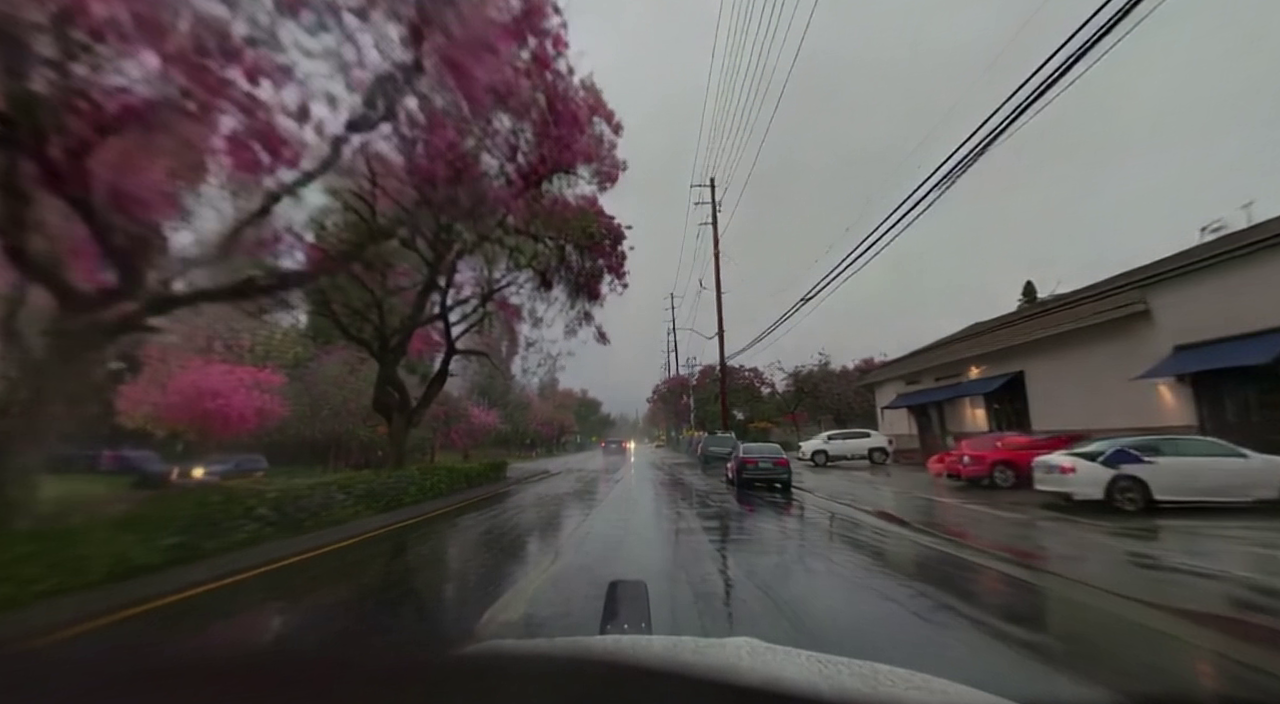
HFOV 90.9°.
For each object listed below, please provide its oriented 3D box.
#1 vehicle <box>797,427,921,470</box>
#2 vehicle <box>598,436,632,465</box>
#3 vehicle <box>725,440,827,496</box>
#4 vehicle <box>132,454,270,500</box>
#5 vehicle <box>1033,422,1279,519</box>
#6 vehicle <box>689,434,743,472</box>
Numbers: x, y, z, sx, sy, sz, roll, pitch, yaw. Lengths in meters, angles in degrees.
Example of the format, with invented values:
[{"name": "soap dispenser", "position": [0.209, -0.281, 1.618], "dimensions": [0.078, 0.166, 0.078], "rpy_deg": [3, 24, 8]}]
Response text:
[{"name": "vehicle", "position": [9.808, 4.362, 28.591], "dimensions": [4.818, 1.847, 2.257], "rpy_deg": [-1, -9, 2]}, {"name": "vehicle", "position": [-1.758, 7.101, 45.736], "dimensions": [2.202, 1.961, 4.980], "rpy_deg": [0, -9, 1]}, {"name": "vehicle", "position": [3.873, 3.388, 18.827], "dimensions": [2.042, 1.465, 4.455], "rpy_deg": [0, -9, 0]}, {"name": "vehicle", "position": [-16.566, 4.717, 24.135], "dimensions": [1.954, 1.497, 4.613], "rpy_deg": [0, -9, 0]}, {"name": "vehicle", "position": [9.620, 1.983, 10.834], "dimensions": [4.430, 1.480, 1.923], "rpy_deg": [0, -9, -2]}, {"name": "vehicle", "position": [4.128, 5.653, 35.455], "dimensions": [2.280, 1.904, 5.779], "rpy_deg": [0, -9, -1]}]
